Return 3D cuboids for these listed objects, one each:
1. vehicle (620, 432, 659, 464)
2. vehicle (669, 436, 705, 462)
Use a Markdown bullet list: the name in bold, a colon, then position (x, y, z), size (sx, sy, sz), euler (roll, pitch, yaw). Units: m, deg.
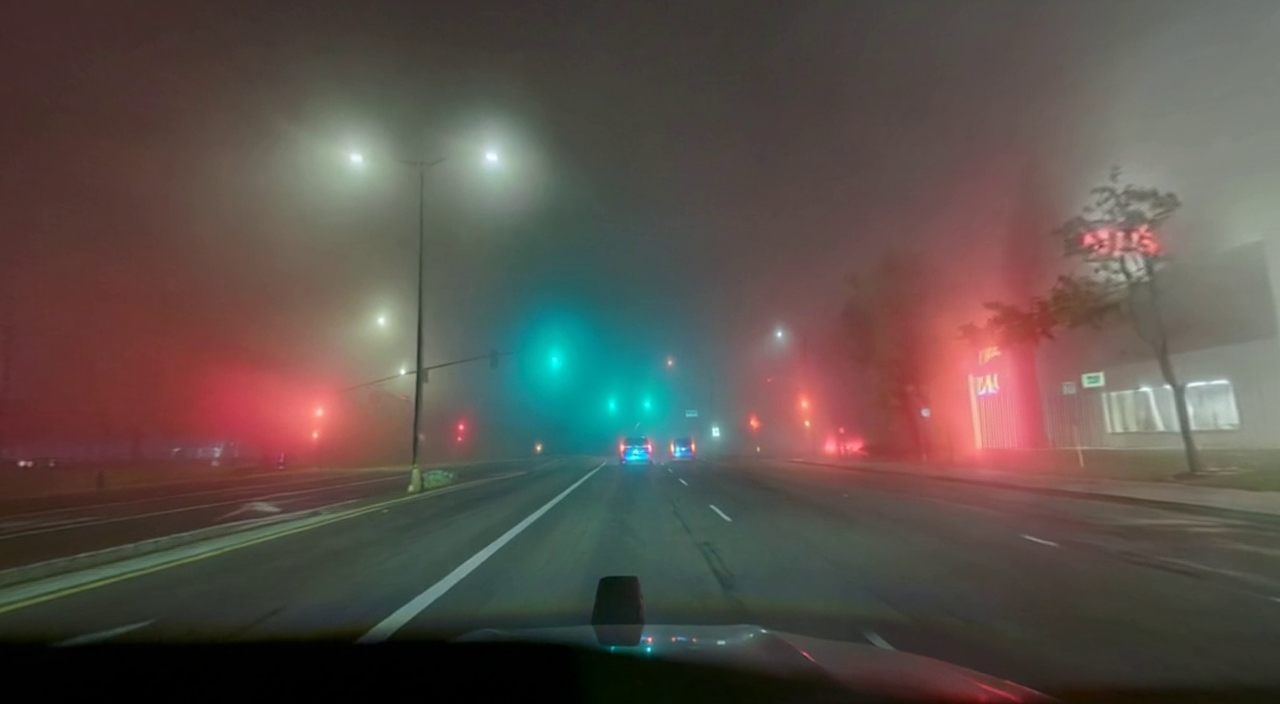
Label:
- **vehicle**: position (-0.124, 6.373, 41.967), size (2.413, 1.939, 4.716), euler (0, -8, -2)
- **vehicle**: position (3.300, 6.904, 45.178), size (2.107, 1.736, 4.228), euler (0, -8, -2)
